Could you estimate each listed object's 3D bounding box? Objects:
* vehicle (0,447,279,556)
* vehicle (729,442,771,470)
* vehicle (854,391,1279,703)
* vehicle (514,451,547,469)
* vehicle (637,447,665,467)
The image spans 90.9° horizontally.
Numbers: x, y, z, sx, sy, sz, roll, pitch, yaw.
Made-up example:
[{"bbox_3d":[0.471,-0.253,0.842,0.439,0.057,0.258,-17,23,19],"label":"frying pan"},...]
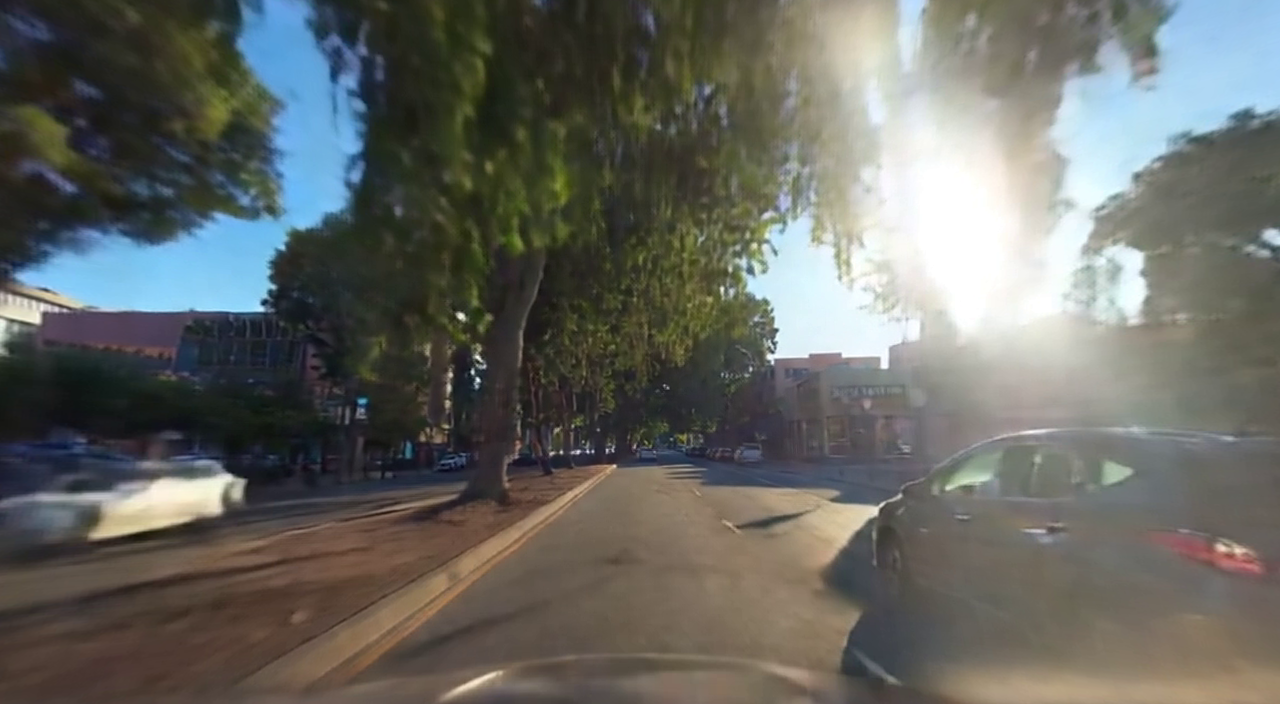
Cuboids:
[{"bbox_3d":[-8.462,2.396,10.881,1.922,1.464,4.201,0,-8,1],"label":"vehicle"},{"bbox_3d":[7.582,7.180,43.776,2.050,1.838,4.535,0,-8,0],"label":"vehicle"},{"bbox_3d":[3.037,1.151,3.870,1.989,1.498,4.050,0,-8,0],"label":"vehicle"},{"bbox_3d":[-8.415,8.322,48.619,1.748,1.278,4.300,0,-8,0],"label":"vehicle"},{"bbox_3d":[0.737,7.564,45.555,1.945,1.343,3.827,0,-8,0],"label":"vehicle"}]
